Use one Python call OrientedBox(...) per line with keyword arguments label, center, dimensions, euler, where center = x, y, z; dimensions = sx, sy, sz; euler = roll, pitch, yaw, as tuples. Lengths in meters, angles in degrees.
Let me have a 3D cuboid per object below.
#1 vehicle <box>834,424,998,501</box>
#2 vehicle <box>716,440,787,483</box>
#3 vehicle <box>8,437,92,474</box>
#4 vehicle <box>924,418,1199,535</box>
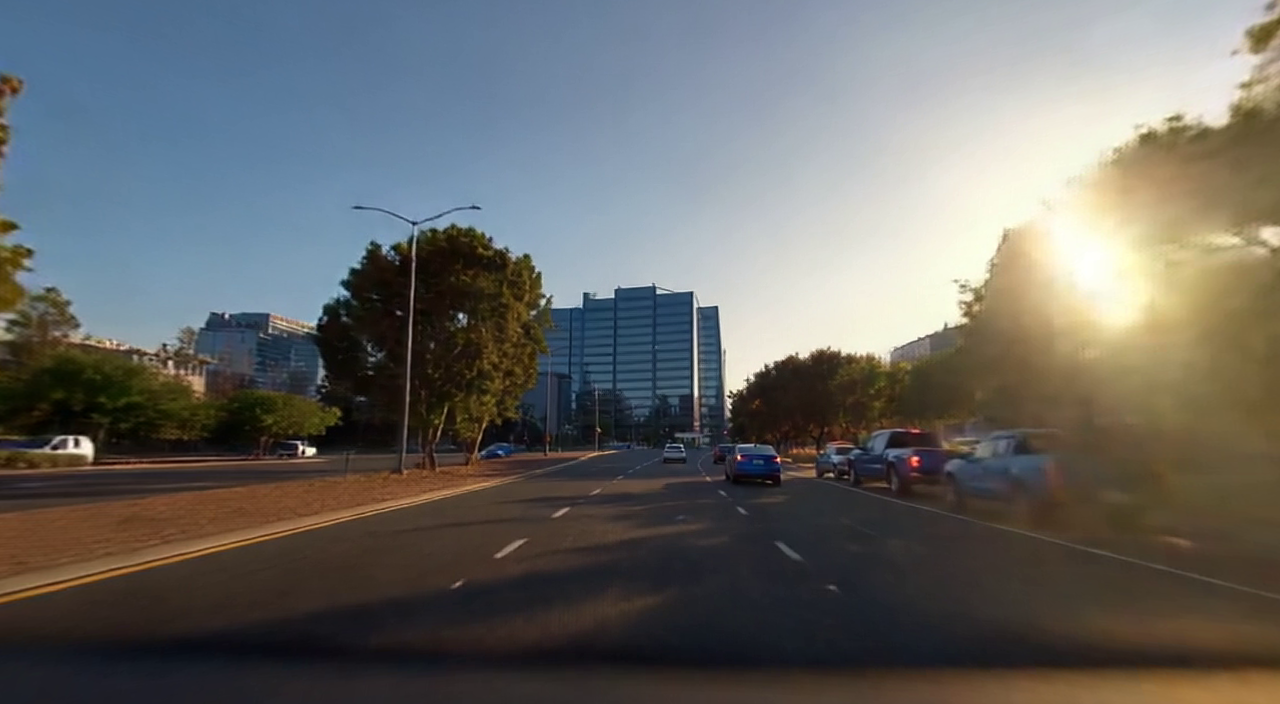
OrientedBox(label="vehicle", center=(8.218, 3.368, 19.770), dimensions=(2.410, 1.997, 6.477), euler=(0, -8, 2))
OrientedBox(label="vehicle", center=(4.212, 4.202, 24.499), dimensions=(1.981, 1.499, 4.536), euler=(0, -8, 1))
OrientedBox(label="vehicle", center=(-27.480, 4.793, 29.314), dimensions=(4.266, 1.583, 2.078), euler=(-7, -11, 38))
OrientedBox(label="vehicle", center=(7.637, 2.283, 12.214), dimensions=(2.104, 1.801, 4.628), euler=(0, -8, 0))
